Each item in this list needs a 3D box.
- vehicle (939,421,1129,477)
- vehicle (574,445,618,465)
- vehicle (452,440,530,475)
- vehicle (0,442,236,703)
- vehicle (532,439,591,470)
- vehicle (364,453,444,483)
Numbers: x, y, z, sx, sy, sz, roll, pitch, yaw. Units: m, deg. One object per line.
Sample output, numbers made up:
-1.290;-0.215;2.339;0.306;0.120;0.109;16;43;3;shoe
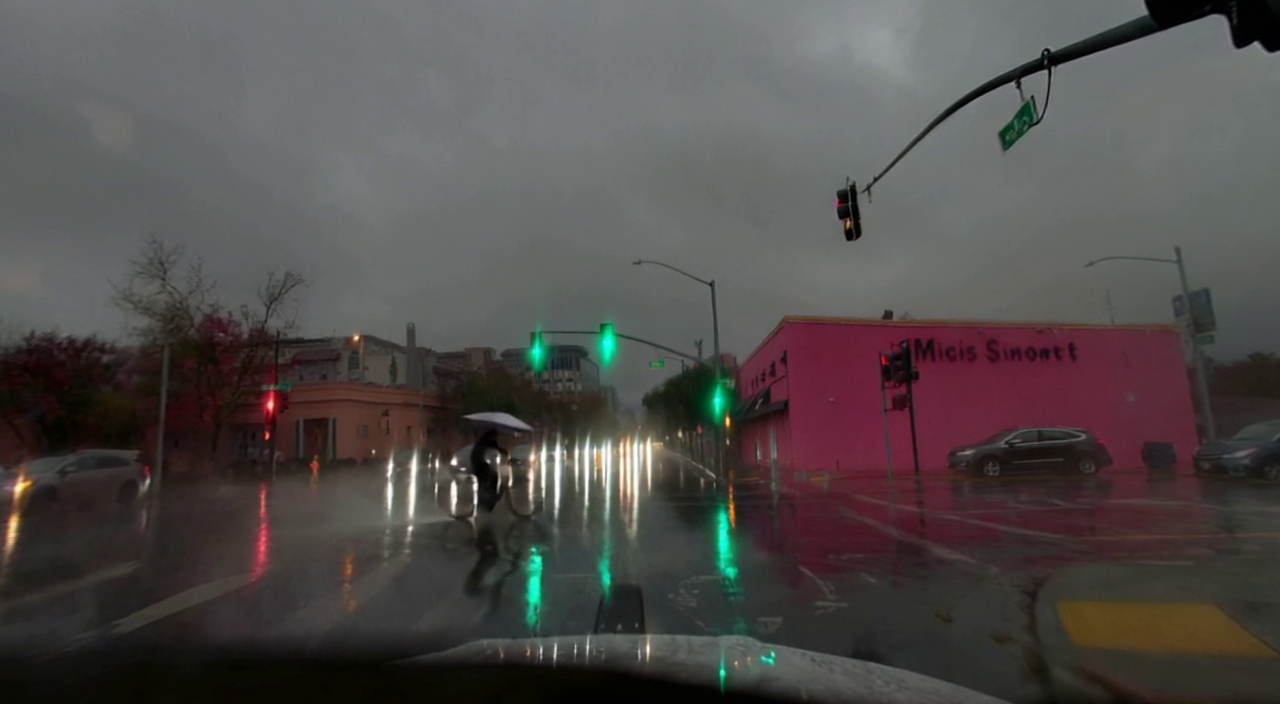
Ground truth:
11.575;2.879;18.798;4.355;1.546;1.820;-1;-9;6;vehicle
-3.009;7.187;44.124;1.743;1.362;4.350;-2;-9;14;vehicle
-8.382;5.975;36.053;2.152;1.825;5.406;-2;-9;12;vehicle
-3.683;0.973;2.154;1.759;1.325;4.295;0;-9;0;vehicle
-4.494;5.979;36.871;1.928;1.647;4.575;-2;-9;13;vehicle
-12.566;6.175;33.893;1.976;1.425;4.567;-1;-9;9;vehicle
